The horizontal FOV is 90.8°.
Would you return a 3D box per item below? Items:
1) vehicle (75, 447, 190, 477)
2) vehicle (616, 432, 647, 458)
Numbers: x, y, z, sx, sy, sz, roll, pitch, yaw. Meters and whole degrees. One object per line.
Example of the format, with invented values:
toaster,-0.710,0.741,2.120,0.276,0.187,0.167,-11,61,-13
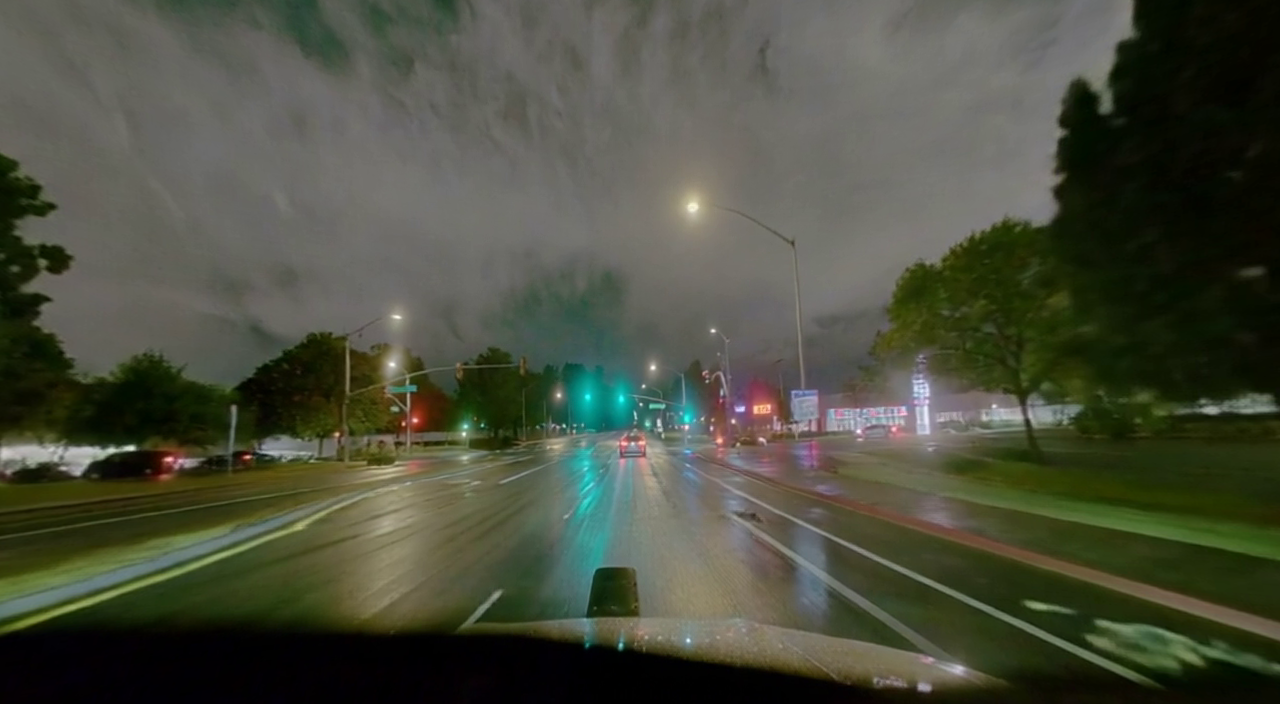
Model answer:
vehicle,-30.625,6.625,38.272,5.136,1.723,1.953,0,-8,-3
vehicle,-0.581,6.273,42.594,2.024,1.628,4.774,0,-8,-1
